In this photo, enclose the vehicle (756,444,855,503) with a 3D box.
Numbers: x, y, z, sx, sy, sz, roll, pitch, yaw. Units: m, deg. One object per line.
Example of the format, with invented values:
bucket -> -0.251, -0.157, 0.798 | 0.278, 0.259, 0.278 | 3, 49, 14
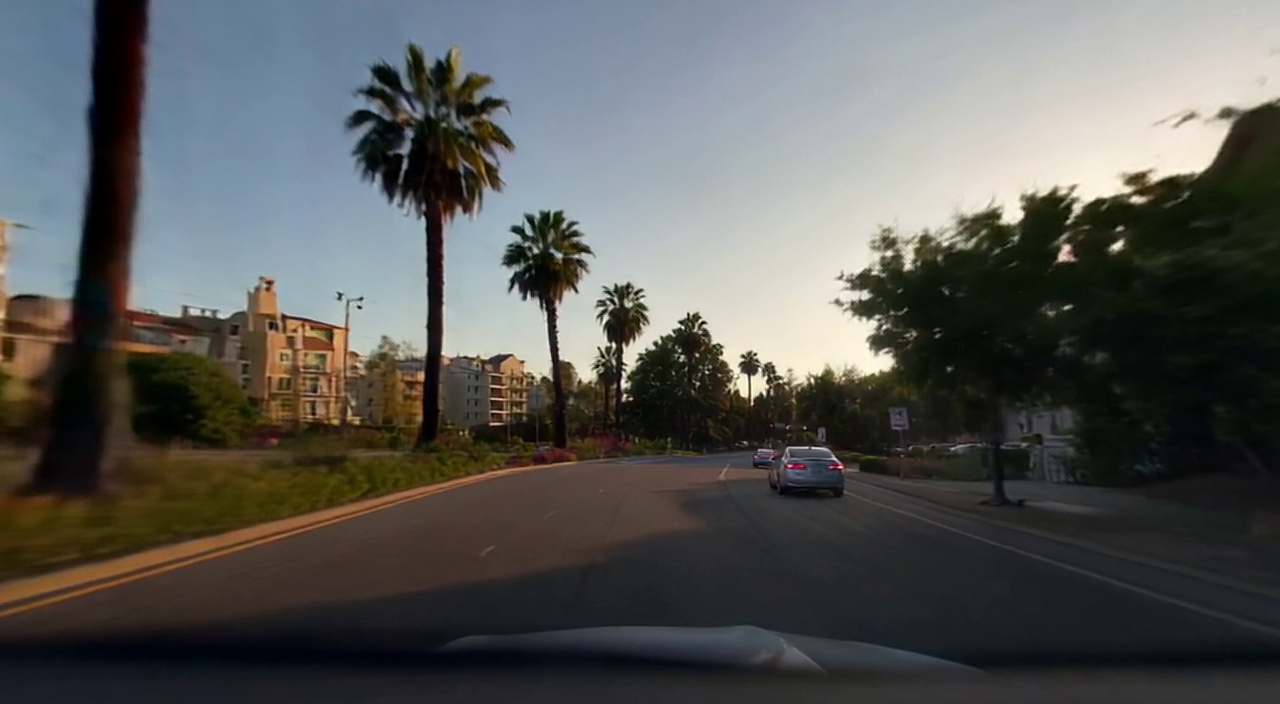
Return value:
vehicle -> 4.563, 3.376, 18.016 | 1.993, 1.483, 3.821 | -1, -9, 4
